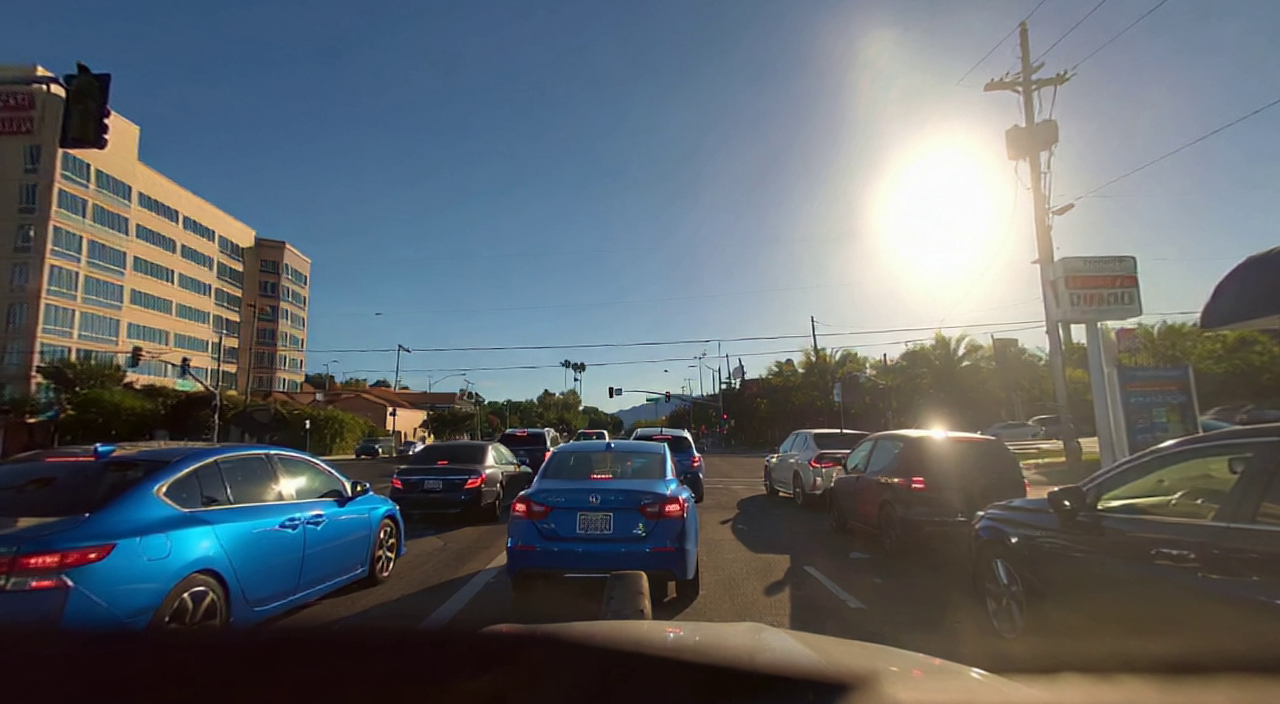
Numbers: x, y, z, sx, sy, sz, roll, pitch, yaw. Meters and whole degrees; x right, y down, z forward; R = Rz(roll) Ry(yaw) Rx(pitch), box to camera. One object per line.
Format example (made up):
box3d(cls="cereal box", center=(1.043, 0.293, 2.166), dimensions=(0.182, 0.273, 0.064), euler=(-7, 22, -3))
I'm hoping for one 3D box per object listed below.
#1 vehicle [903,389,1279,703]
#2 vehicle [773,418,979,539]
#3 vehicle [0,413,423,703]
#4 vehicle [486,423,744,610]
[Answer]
box3d(cls="vehicle", center=(3.423, 1.076, 3.600), dimensions=(1.981, 1.499, 4.536), euler=(0, -8, 2))
box3d(cls="vehicle", center=(3.764, 2.097, 11.011), dimensions=(2.007, 1.683, 4.171), euler=(0, -8, 1))
box3d(cls="vehicle", center=(-3.404, 1.298, 4.712), dimensions=(1.980, 1.454, 4.226), euler=(0, -8, 1))
box3d(cls="vehicle", center=(-0.188, 1.623, 7.124), dimensions=(2.059, 1.477, 3.988), euler=(0, -8, 0))
